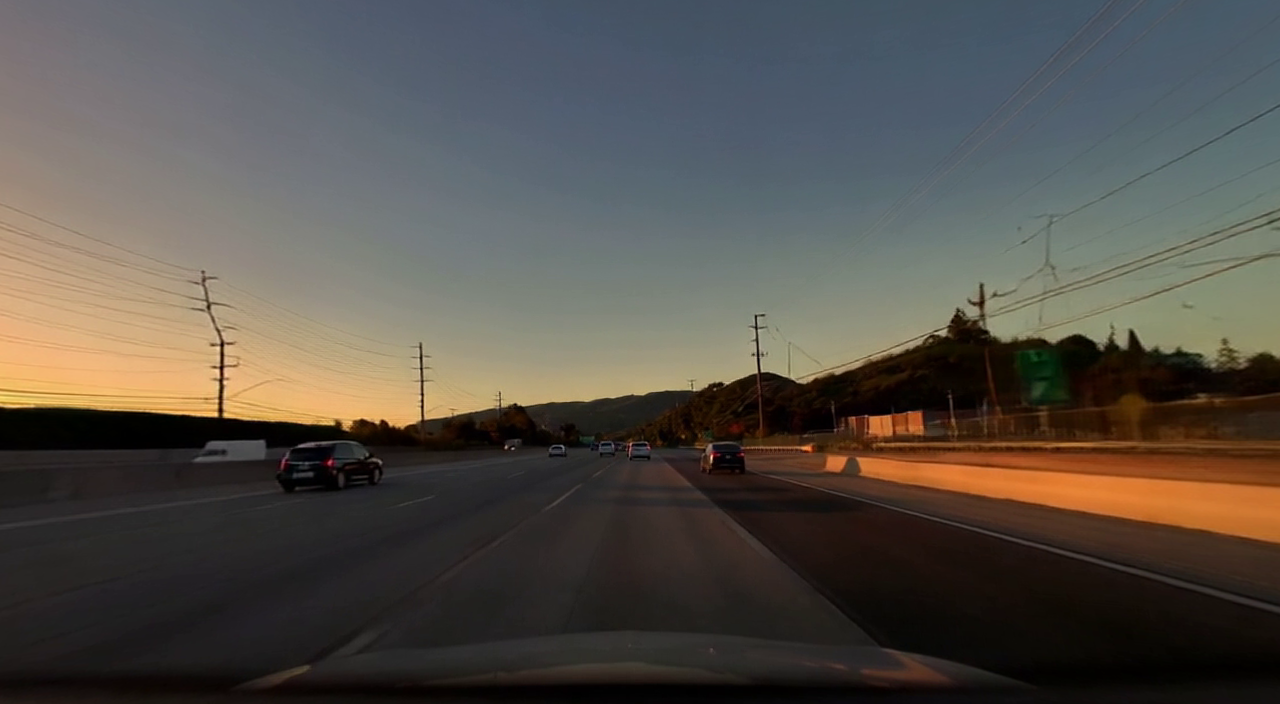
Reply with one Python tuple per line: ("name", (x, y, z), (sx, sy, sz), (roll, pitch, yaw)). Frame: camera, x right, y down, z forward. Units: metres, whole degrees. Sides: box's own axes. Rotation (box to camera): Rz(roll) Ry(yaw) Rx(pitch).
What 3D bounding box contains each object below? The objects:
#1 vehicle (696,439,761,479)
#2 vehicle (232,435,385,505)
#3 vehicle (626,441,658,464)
("vehicle", (3.641, 4.466, 26.712), (2.060, 1.526, 4.387), (0, -8, -1))
("vehicle", (-10.395, 3.706, 20.361), (2.241, 1.810, 4.966), (-4, -8, 1))
("vehicle", (0.144, 6.812, 42.859), (2.036, 1.474, 3.969), (0, -8, 0))
